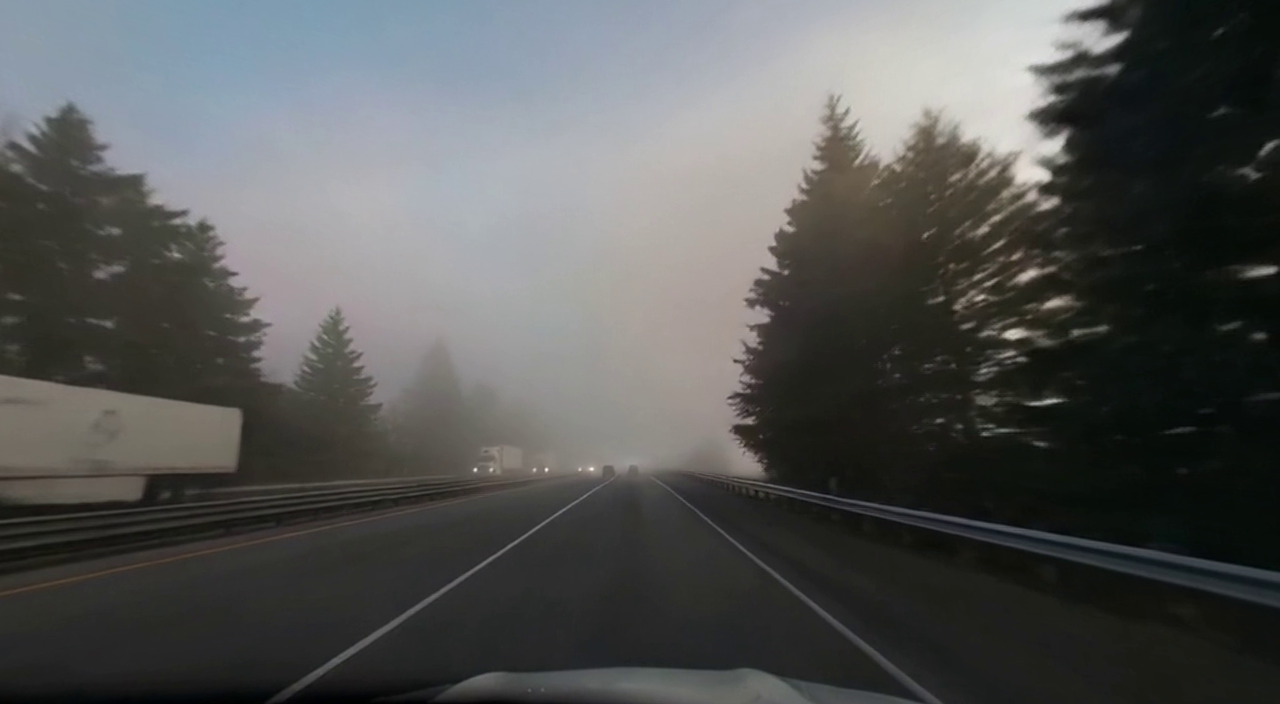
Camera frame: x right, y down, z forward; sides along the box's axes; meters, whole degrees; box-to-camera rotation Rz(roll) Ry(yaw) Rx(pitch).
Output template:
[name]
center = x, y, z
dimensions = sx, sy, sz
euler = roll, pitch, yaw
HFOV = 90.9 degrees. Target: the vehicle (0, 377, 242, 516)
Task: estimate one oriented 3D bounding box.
[vehicle]
center = -17.108, 3.169, 20.452
dimensions = 2.816, 3.554, 8.526
euler = 0, -10, -1
